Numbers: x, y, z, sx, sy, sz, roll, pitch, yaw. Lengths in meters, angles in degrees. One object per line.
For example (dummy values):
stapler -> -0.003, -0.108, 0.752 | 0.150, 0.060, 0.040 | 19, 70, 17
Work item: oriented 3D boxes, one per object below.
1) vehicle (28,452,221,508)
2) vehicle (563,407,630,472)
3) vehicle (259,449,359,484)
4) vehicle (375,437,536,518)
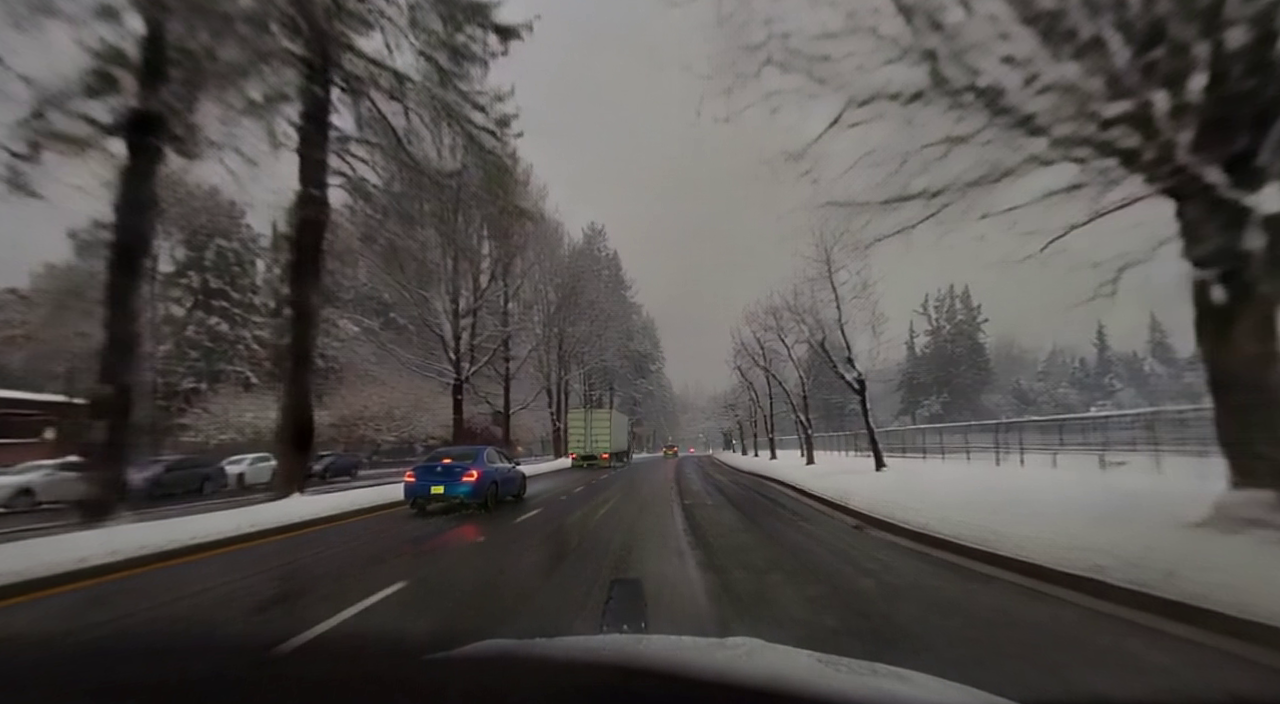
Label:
vehicle -> -15.401, 3.808, 19.283 | 1.837, 1.464, 4.728 | 0, -9, 1
vehicle -> -2.274, 5.095, 36.319 | 2.746, 3.276, 8.572 | -1, -9, 3
vehicle -> -15.149, 5.265, 29.218 | 1.934, 1.466, 4.697 | -1, -9, 3
vehicle -> -3.751, 2.645, 13.752 | 2.005, 1.462, 4.345 | -1, -9, 3
